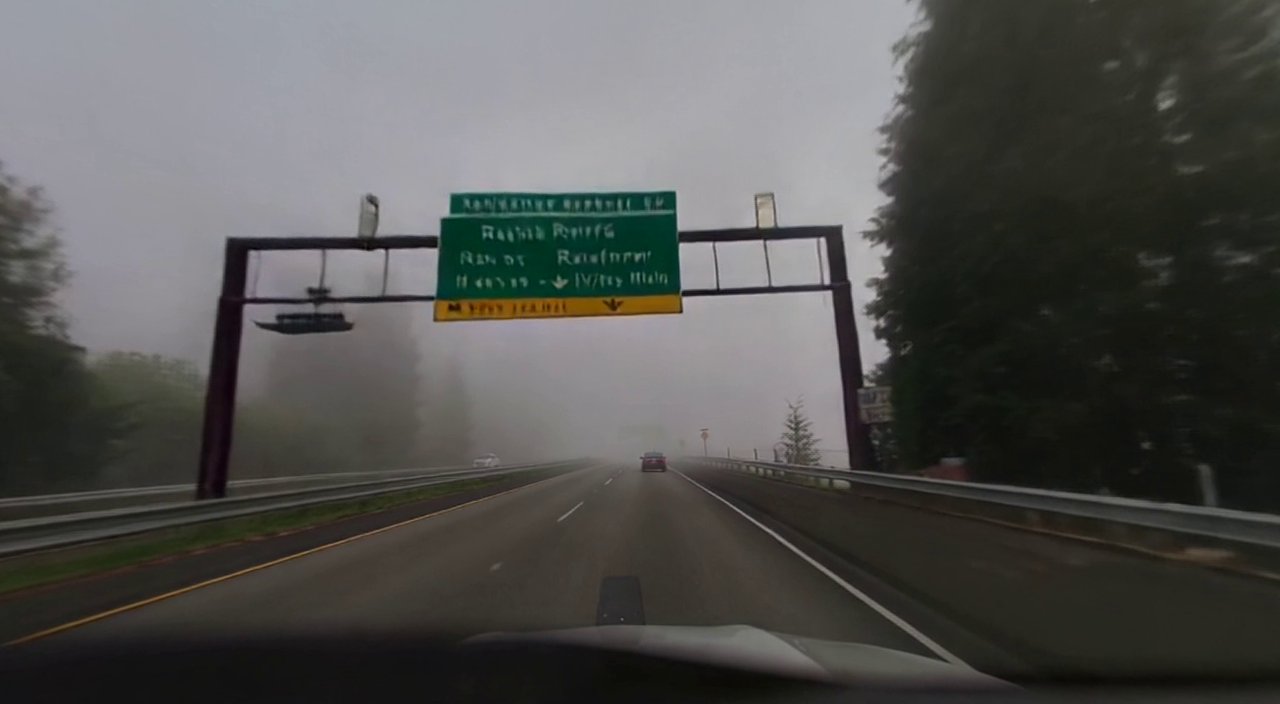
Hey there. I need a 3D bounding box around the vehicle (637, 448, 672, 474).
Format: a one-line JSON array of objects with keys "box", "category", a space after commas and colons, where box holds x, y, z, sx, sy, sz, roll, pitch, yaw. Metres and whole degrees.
[{"box": [0.836, 6.708, 38.903, 2.036, 1.457, 3.471, 0, -9, -1], "category": "vehicle"}]
